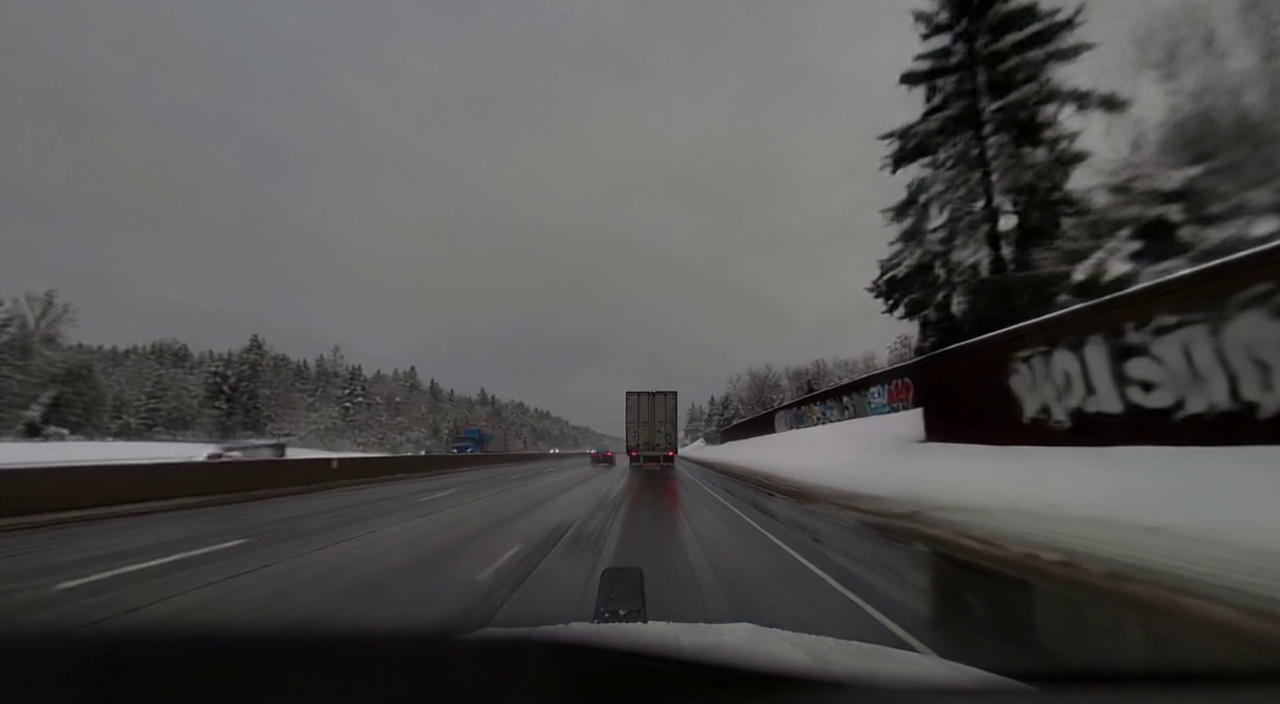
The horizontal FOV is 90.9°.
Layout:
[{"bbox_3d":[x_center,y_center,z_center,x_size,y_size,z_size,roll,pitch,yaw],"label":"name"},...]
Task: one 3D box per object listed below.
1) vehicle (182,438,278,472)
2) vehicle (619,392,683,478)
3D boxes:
[{"bbox_3d":[-25.129,6.340,38.918,2.170,1.894,5.408,0,-9,2],"label":"vehicle"},{"bbox_3d":[0.519,4.788,35.471,2.997,4.069,10.871,0,-9,0],"label":"vehicle"}]
